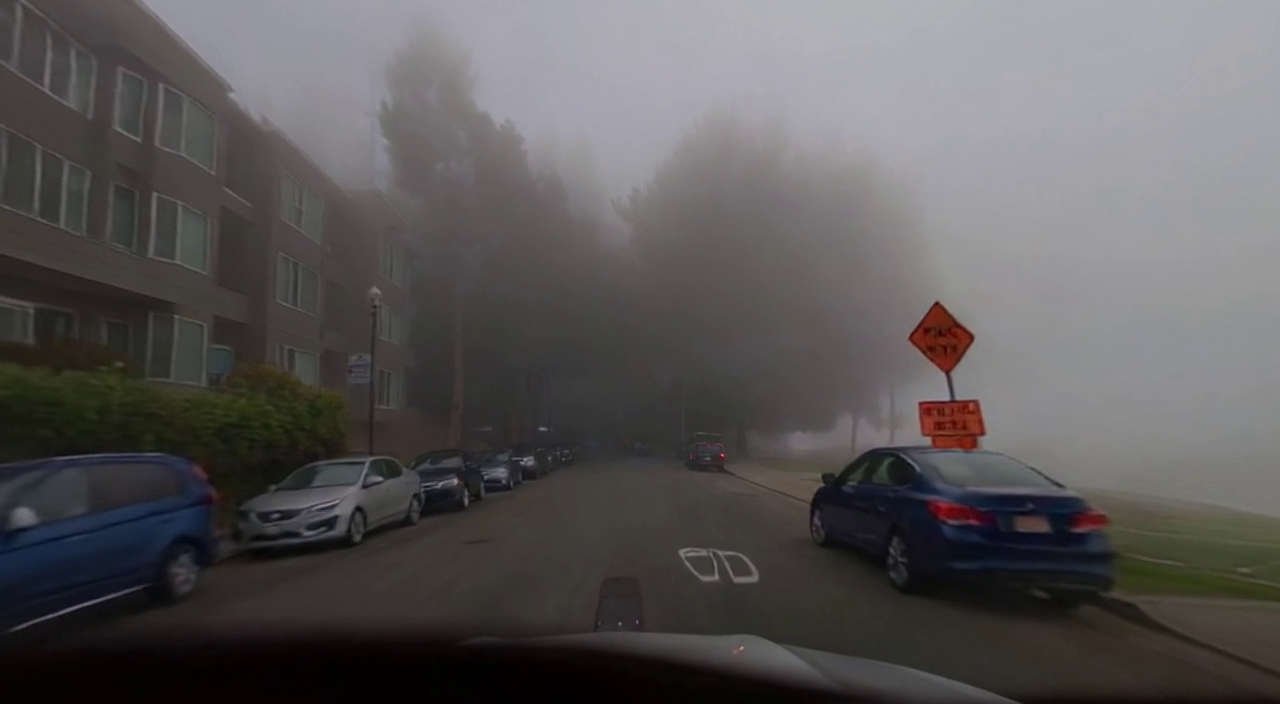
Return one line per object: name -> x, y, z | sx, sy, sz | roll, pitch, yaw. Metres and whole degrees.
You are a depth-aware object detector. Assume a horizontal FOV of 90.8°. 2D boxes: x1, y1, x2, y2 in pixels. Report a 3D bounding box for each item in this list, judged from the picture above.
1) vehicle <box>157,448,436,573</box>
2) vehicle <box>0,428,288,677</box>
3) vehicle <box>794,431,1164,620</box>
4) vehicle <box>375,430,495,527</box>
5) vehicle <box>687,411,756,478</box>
vehicle -> -5.063, 2.352, 10.342 | 1.890, 1.457, 4.856 | 0, -8, -1
vehicle -> -5.033, 1.493, 5.405 | 1.782, 1.585, 3.962 | 0, -8, -1
vehicle -> 3.257, 1.707, 7.228 | 1.835, 1.490, 4.134 | 0, -8, -1
vehicle -> -5.183, 3.155, 16.625 | 1.824, 1.664, 4.344 | -2, 0, -2
vehicle -> 3.890, 4.286, 29.872 | 1.961, 2.656, 3.047 | -2, -1, 35
